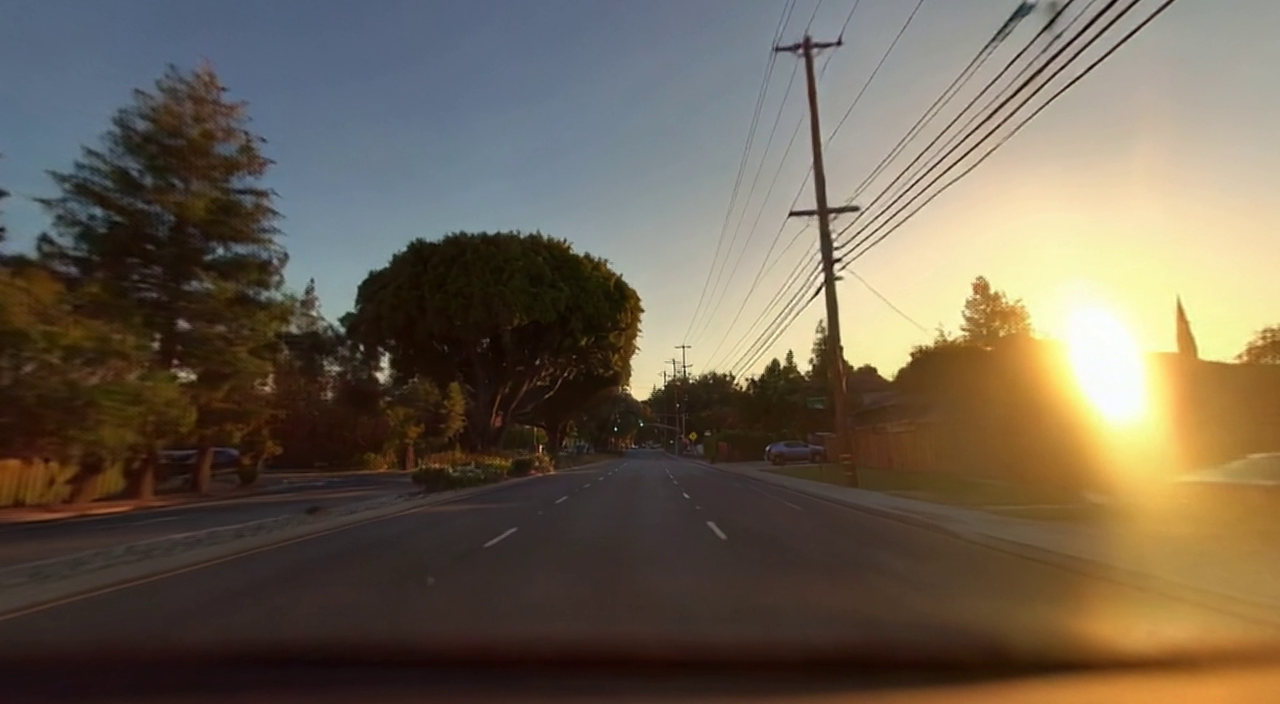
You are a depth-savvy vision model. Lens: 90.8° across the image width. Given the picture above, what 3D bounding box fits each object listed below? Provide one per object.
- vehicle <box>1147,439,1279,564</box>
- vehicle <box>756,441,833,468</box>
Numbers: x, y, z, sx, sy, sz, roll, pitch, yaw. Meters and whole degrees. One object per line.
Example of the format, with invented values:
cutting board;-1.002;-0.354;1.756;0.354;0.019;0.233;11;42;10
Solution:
vehicle;9.316;1.856;8.113;4.159;1.408;1.822;1;-9;-5
vehicle;9.843;6.553;40.423;4.387;1.680;1.958;1;-9;-3
